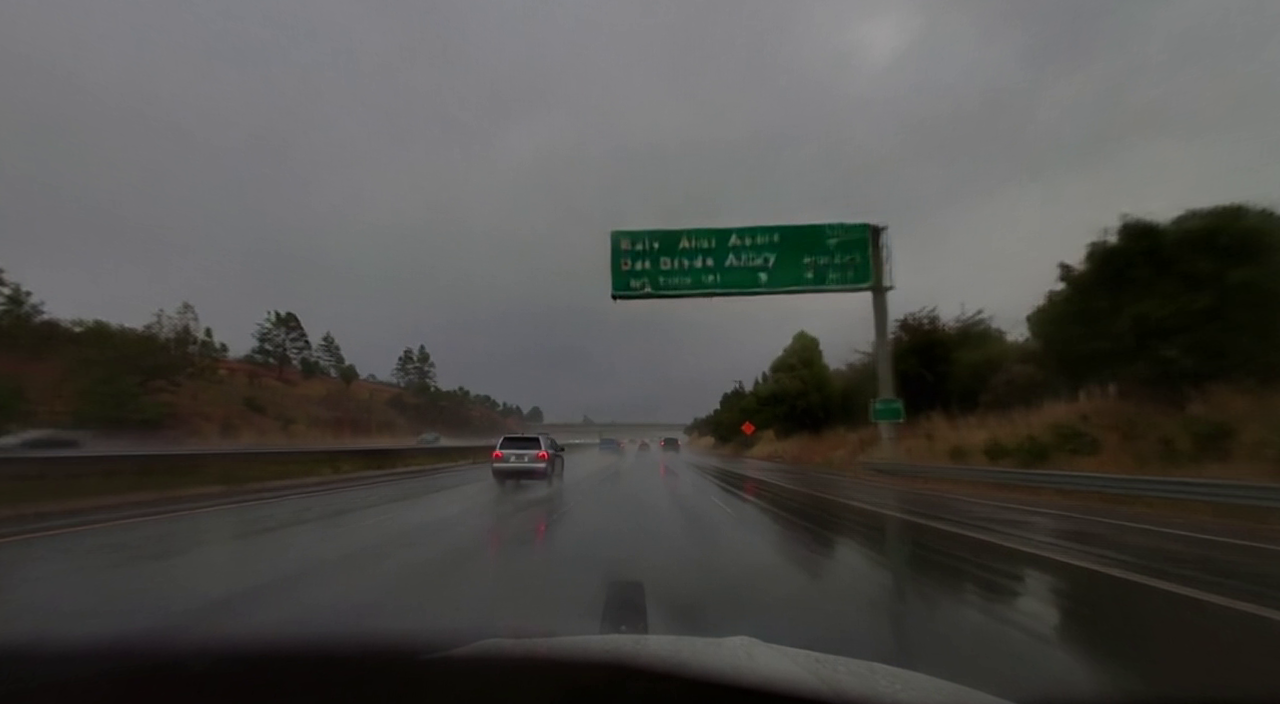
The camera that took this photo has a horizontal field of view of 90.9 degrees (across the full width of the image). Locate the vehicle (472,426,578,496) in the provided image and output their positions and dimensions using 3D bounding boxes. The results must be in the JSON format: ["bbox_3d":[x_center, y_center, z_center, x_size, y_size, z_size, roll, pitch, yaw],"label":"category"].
[{"bbox_3d":[-3.294,3.270,19.190,2.218,1.848,4.789,0,-9,1],"label":"vehicle"}]
